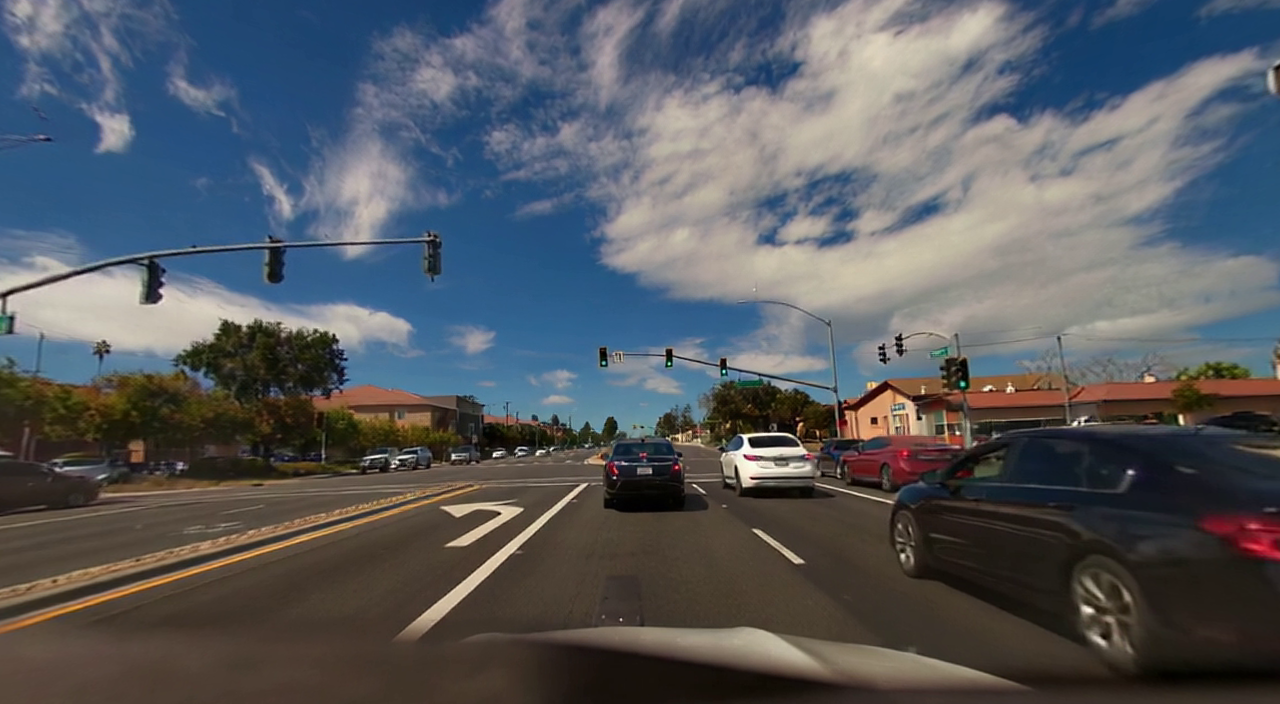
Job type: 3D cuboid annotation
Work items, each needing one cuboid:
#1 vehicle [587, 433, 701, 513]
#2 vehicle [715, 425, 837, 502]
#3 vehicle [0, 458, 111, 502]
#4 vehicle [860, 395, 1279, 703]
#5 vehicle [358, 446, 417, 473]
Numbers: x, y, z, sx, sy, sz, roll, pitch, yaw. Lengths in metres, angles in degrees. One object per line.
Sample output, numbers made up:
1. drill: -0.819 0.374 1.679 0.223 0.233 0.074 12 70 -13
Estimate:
1. vehicle: 0.035 2.578 13.945 2.135 1.468 4.076 0 -8 -1
2. vehicle: 3.224 2.770 16.065 1.973 1.633 4.717 0 -8 -1
3. vehicle: -26.136 5.469 27.131 4.780 1.669 2.232 -1 -8 -2
4. vehicle: 3.527 1.253 4.940 1.889 1.473 4.643 0 -8 -1
5. vehicle: -18.736 7.987 47.234 2.324 1.911 5.610 0 -8 -3
